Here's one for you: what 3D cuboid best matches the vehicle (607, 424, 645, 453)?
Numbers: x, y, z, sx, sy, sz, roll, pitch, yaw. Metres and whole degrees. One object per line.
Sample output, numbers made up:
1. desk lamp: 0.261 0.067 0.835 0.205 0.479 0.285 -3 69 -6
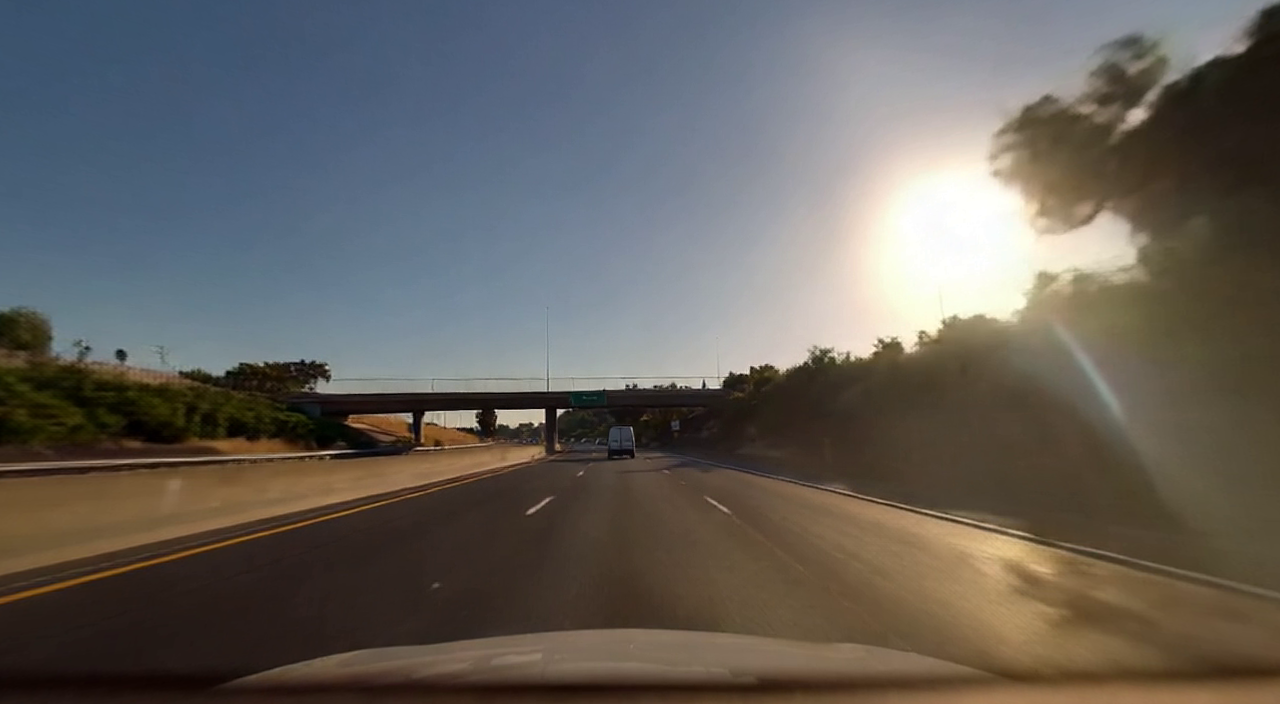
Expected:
1. vehicle: -0.952 5.357 38.920 2.157 1.647 4.524 0 -8 -3
